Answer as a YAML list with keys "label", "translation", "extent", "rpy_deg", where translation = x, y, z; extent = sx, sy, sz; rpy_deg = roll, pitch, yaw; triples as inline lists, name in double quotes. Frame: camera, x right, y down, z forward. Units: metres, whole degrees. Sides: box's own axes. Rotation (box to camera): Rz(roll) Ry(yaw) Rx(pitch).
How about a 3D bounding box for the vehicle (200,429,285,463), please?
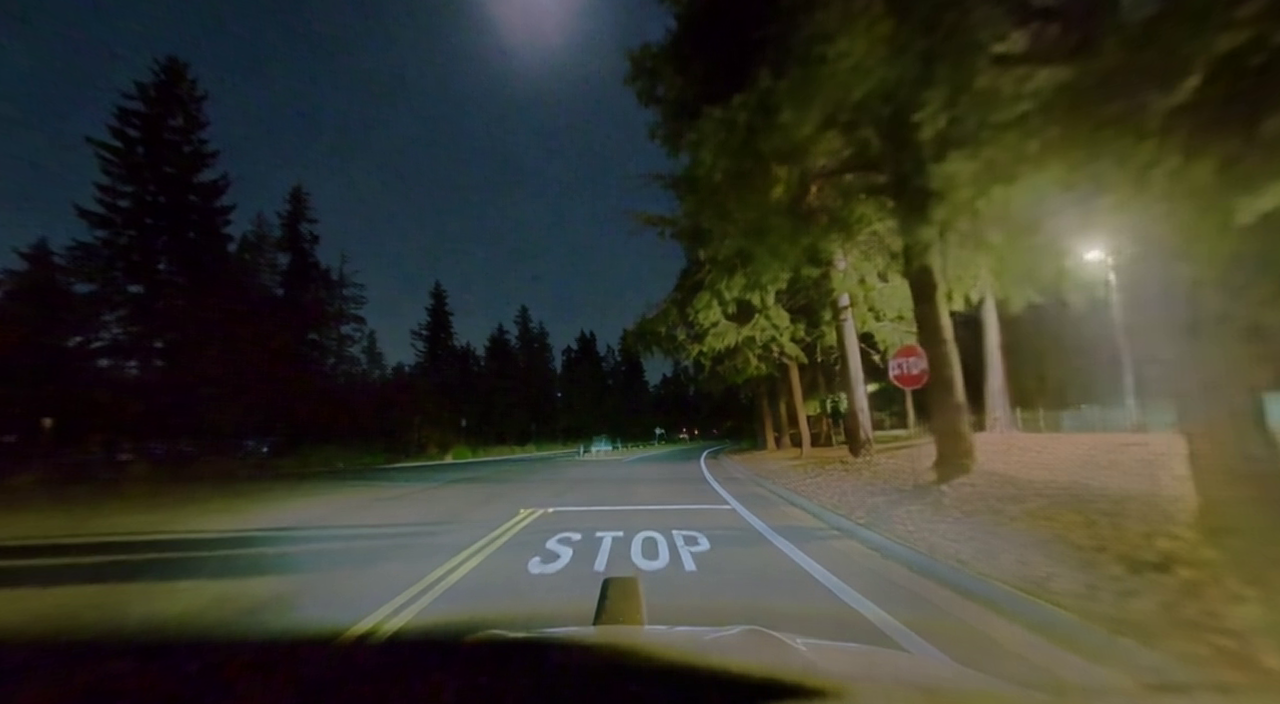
- label: "vehicle"
  translation: [-27.576, 6.542, 43.903]
  extent: [4.733, 1.892, 1.939]
  rpy_deg: [-4, -4, 3]
